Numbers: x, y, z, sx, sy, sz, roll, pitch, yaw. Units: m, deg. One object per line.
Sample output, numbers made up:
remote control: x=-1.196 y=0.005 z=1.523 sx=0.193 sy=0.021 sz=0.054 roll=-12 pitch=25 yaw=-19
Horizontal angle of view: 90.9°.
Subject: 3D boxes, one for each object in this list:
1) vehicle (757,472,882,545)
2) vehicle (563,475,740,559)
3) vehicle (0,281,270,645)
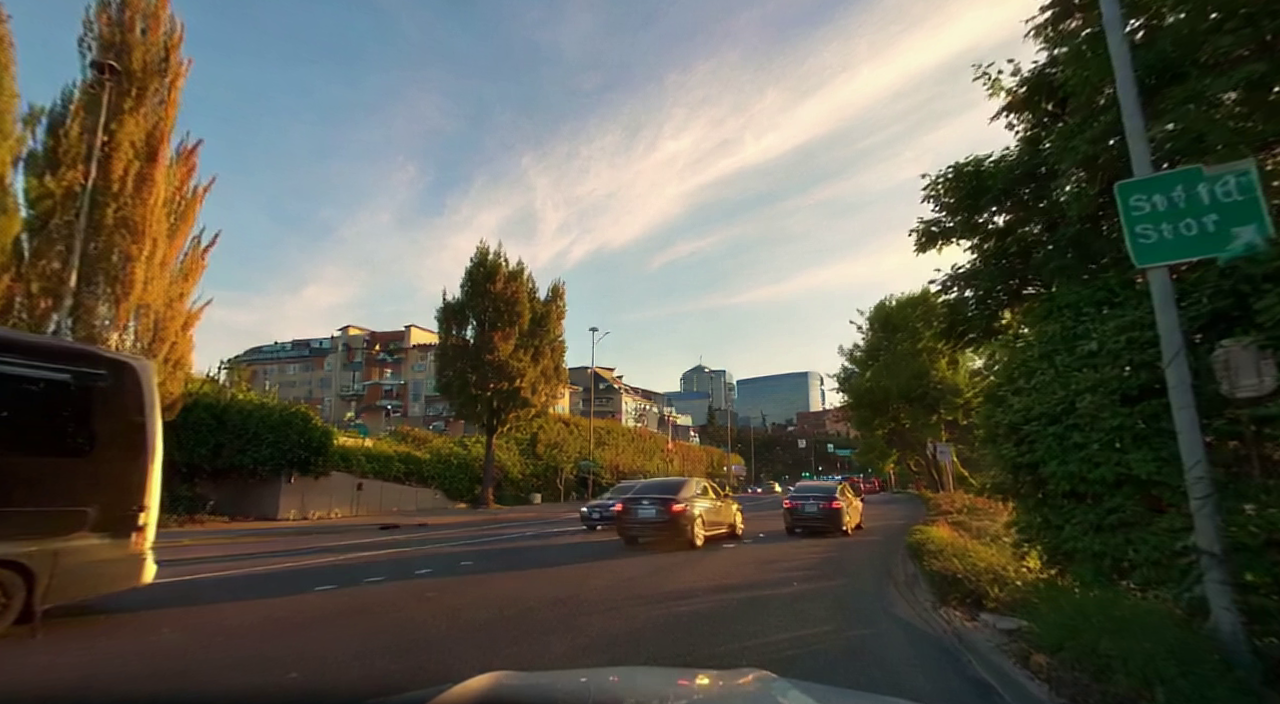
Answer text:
vehicle: x=4.609 y=3.785 z=15.736 sx=2.129 sy=1.471 sz=4.258 roll=-4 pitch=-12 yaw=27
vehicle: x=0.509 y=3.516 z=14.067 sx=2.030 sy=1.441 sz=4.806 roll=-4 pitch=-12 yaw=26
vehicle: x=-7.557 y=0.918 z=5.539 sx=2.616 sy=3.316 sz=6.739 roll=-4 pitch=-12 yaw=27
